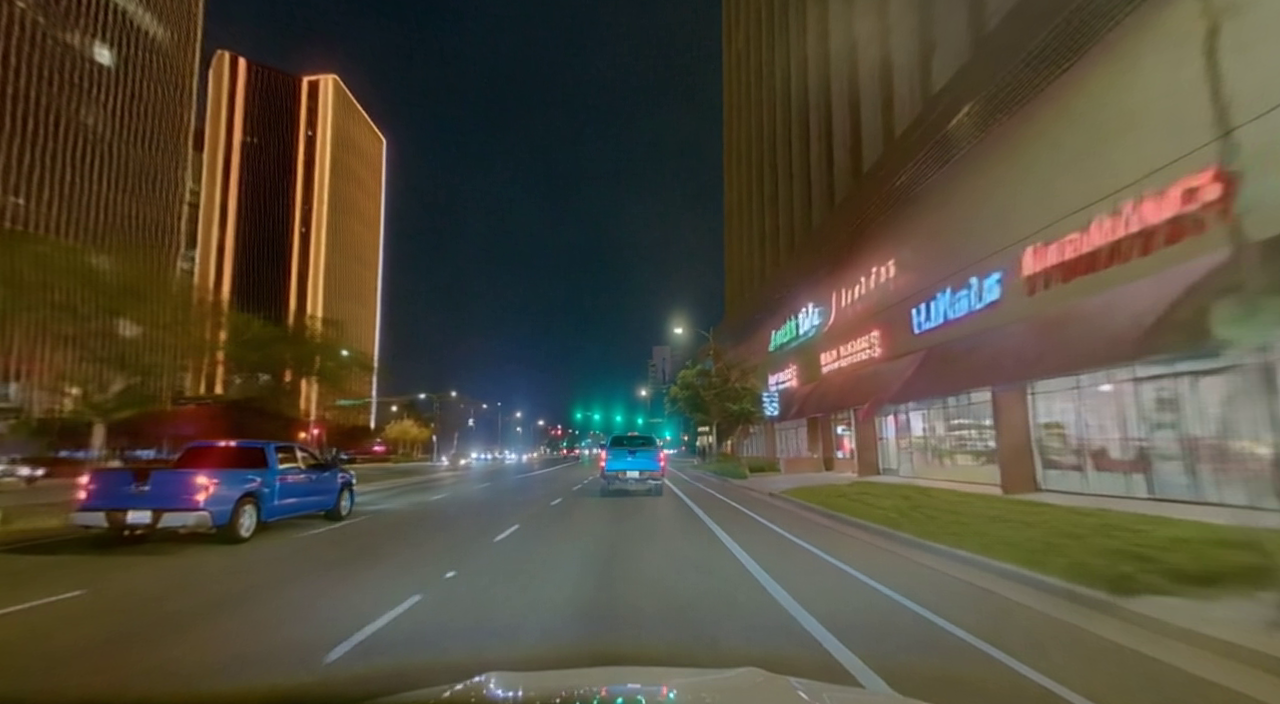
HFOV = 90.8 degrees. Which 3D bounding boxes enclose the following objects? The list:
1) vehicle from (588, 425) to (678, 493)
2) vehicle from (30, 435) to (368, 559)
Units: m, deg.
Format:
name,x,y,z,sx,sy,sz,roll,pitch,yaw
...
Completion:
name,x,y,z,sx,sy,sz,roll,pitch,yaw
vehicle,-0.249,3.508,21.153,2.590,1.932,5.776,0,-8,-1
vehicle,-6.152,2.040,9.714,1.888,1.424,4.553,0,-8,1
